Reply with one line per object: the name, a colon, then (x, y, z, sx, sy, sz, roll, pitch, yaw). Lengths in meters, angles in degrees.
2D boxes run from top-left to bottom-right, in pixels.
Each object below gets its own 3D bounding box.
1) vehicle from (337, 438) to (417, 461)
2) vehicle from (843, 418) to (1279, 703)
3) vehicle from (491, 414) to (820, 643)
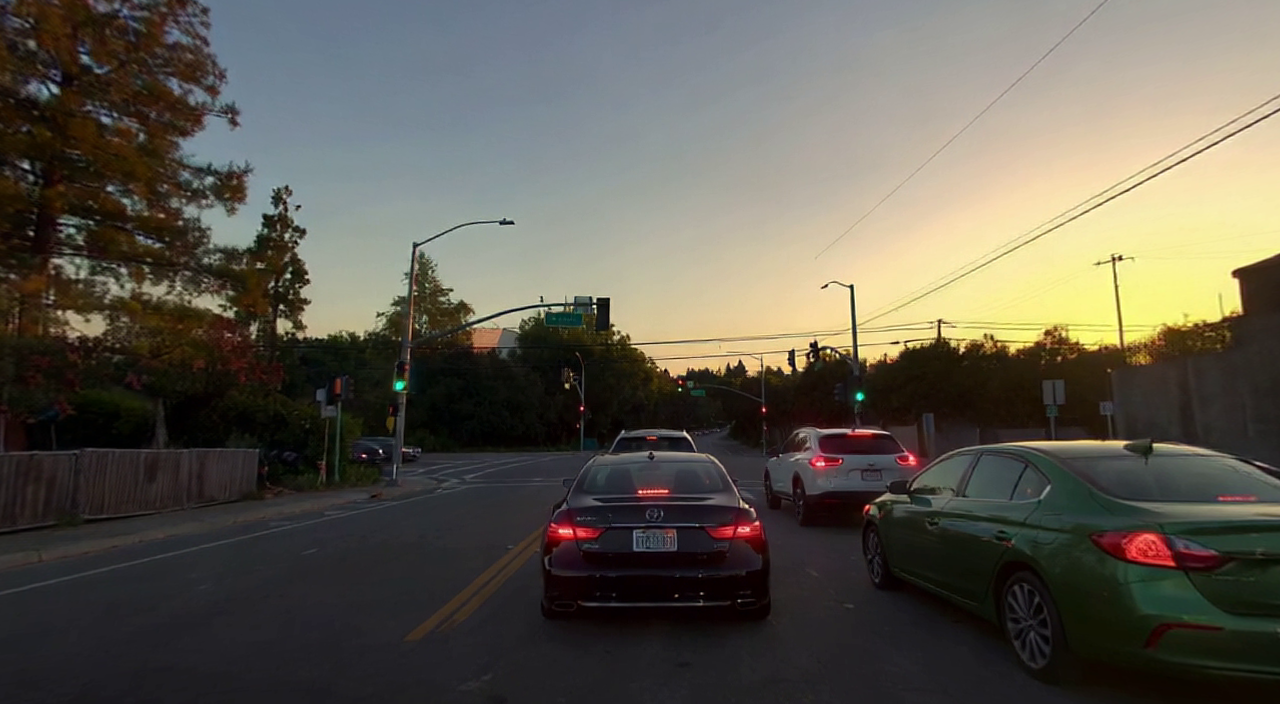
vehicle: (-17.243, 6.411, 41.466, 4.406, 1.458, 1.892, -1, -8, 7)
vehicle: (3.092, 1.245, 4.135, 2.027, 1.432, 4.431, 0, -8, 0)
vehicle: (0.064, 1.488, 6.423, 2.170, 1.497, 4.369, 0, -8, -1)
